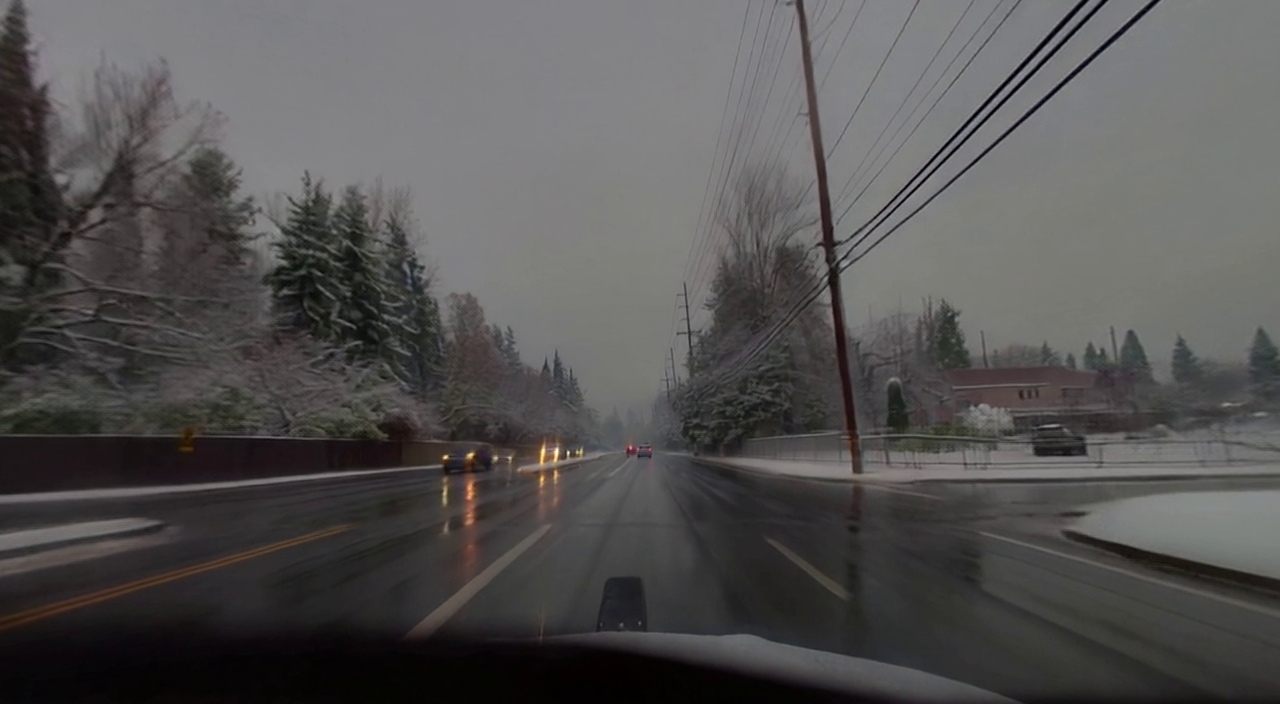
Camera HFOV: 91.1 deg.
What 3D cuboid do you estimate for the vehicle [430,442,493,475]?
[{"bbox_3d":[-9.814,5.898,34.942,2.111,1.718,4.465,0,-9,1],"label":"vehicle"}]
